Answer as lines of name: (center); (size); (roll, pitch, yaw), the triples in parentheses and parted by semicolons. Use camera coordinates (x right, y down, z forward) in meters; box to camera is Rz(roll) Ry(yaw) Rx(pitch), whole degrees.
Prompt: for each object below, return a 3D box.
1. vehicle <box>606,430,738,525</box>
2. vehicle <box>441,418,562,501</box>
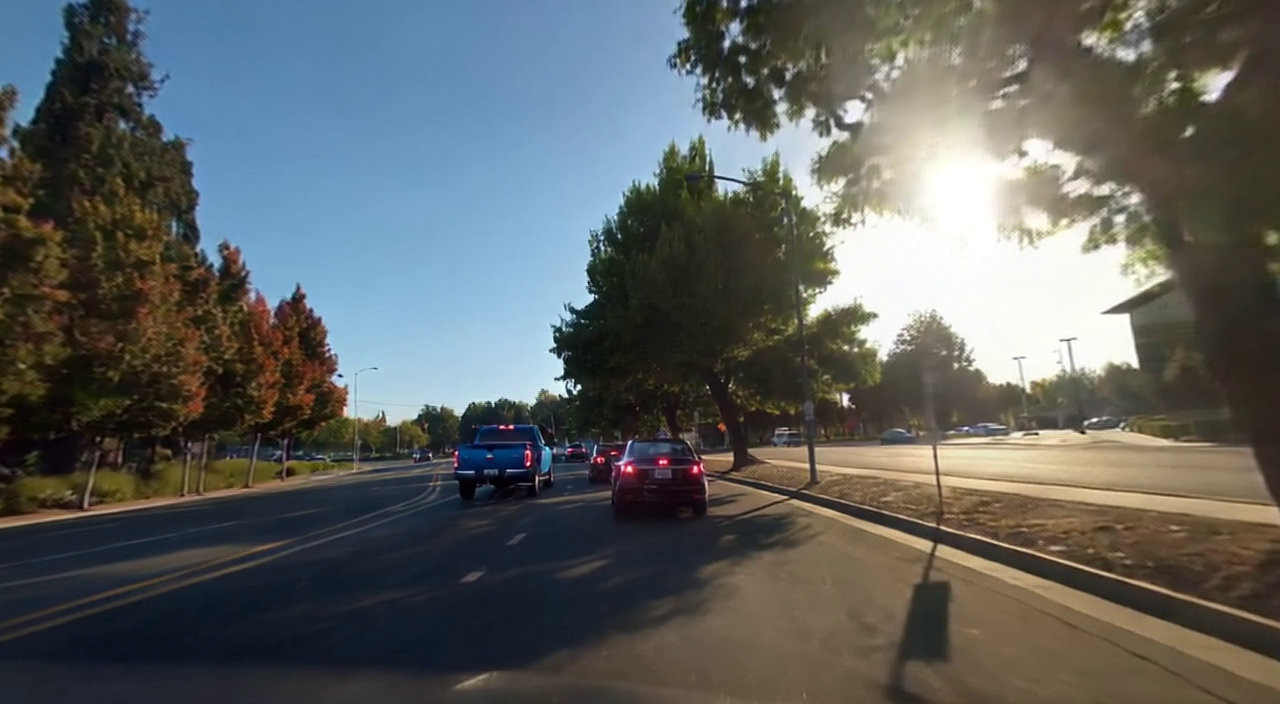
vehicle: (0.416, 2.352, 12.335); (2.142, 1.528, 4.133); (0, -9, -3)
vehicle: (-3.721, 3.040, 18.191); (2.512, 1.992, 5.725); (0, -9, -3)
